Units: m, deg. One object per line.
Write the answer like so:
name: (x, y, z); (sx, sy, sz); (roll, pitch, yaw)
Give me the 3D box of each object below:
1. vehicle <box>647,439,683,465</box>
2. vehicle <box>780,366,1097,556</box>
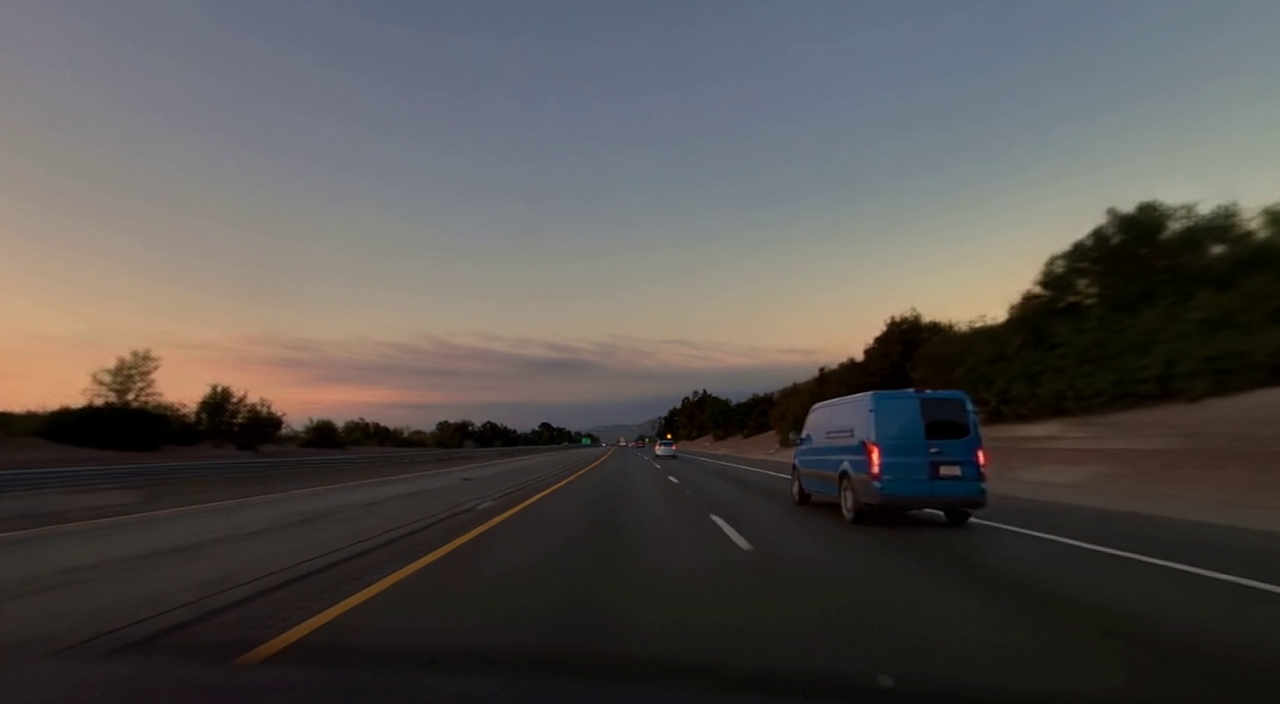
vehicle: (1.505, 6.128, 38.801); (2.005, 1.466, 3.739); (-1, -8, 0)
vehicle: (3.803, 1.519, 9.310); (2.269, 2.048, 4.679); (-1, -8, -1)
